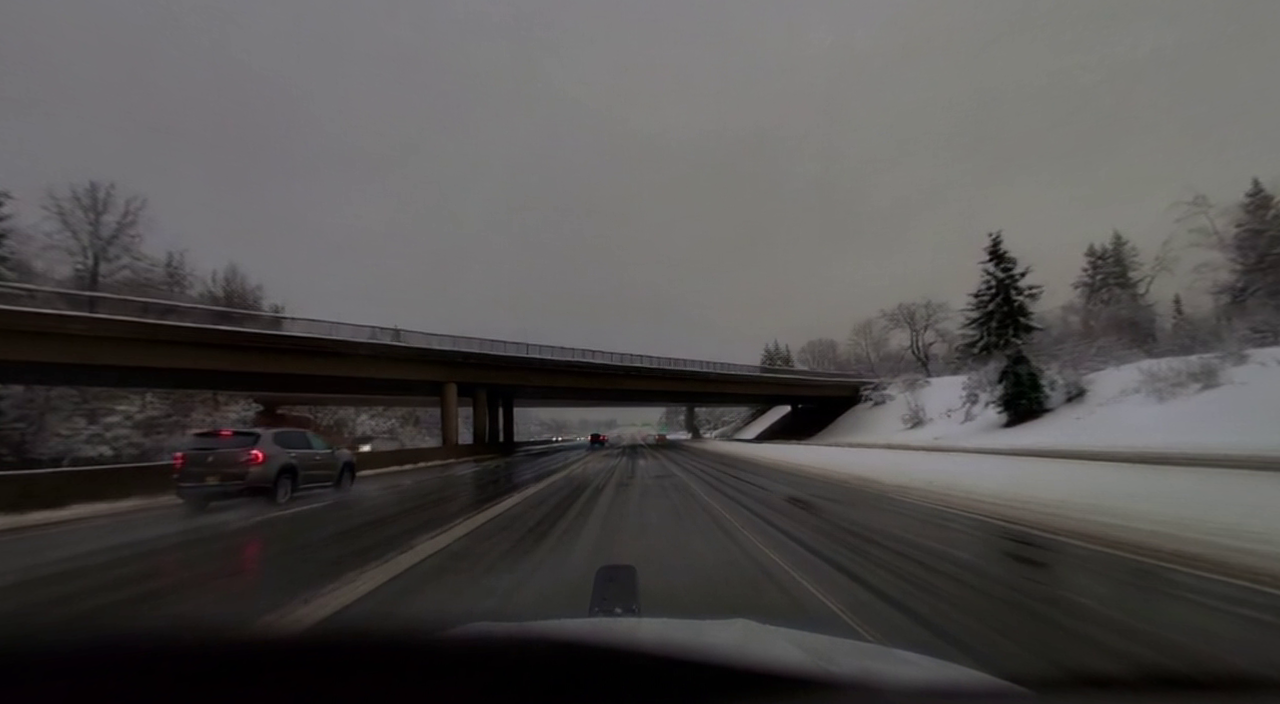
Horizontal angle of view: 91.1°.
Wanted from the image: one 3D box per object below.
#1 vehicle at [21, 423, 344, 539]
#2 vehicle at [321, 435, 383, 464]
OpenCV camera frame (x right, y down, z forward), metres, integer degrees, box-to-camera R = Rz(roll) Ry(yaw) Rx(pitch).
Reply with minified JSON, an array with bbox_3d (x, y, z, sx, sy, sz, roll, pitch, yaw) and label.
[{"bbox_3d":[-7.172,2.029,10.660,2.118,1.524,4.422,0,-8,1],"label":"vehicle"},{"bbox_3d":[-17.696,6.011,38.854,1.851,1.666,4.204,0,-8,0],"label":"vehicle"}]
